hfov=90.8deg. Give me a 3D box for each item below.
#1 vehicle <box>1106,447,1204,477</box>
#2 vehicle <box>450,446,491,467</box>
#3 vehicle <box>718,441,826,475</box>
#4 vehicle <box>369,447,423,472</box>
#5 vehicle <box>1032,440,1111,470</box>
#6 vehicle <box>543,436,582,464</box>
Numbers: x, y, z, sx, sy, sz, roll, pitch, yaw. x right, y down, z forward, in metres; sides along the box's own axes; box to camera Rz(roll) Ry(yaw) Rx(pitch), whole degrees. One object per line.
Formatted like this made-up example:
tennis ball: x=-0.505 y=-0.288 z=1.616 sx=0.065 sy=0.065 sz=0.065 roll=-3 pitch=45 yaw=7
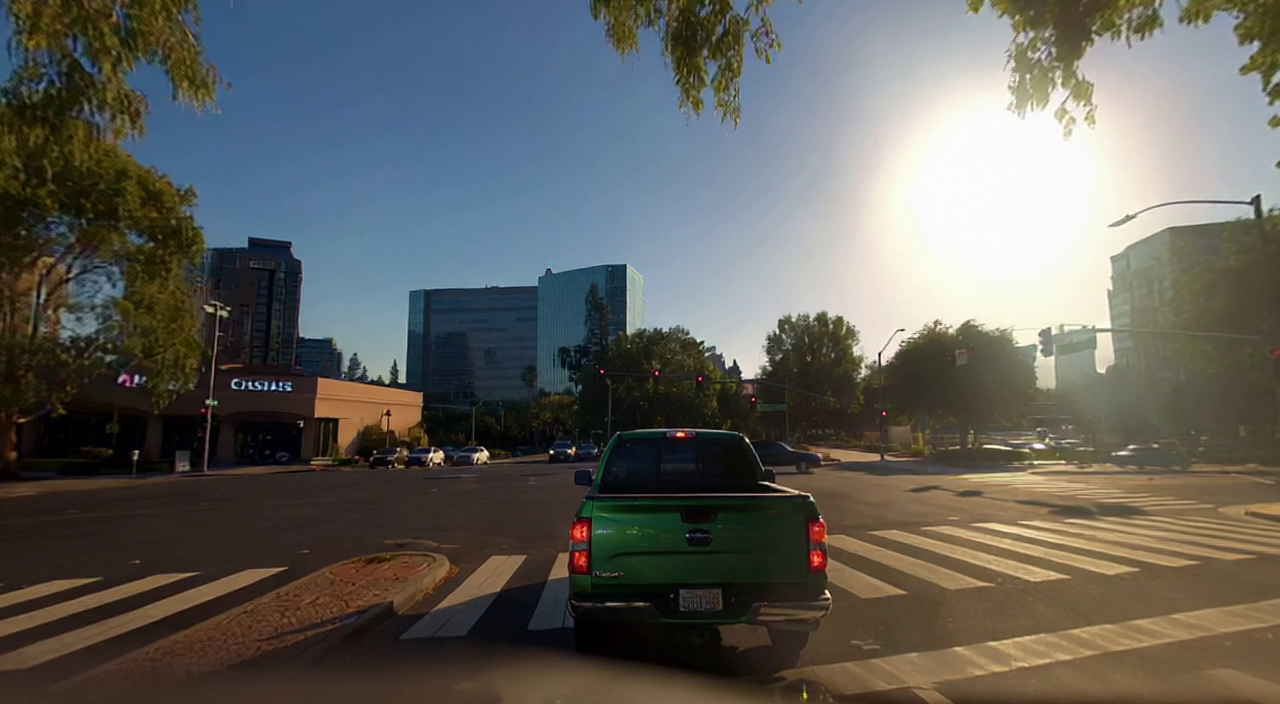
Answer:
vehicle: x=27.344 y=5.784 z=33.526 sx=4.522 sy=1.460 sz=2.097 roll=4 pitch=-9 yaw=-24
vehicle: x=-12.603 y=7.759 z=47.090 sx=1.946 sy=1.474 sz=4.008 roll=0 pitch=-9 yaw=0
vehicle: x=6.245 y=4.981 z=29.936 sx=4.658 sy=1.478 sz=1.946 roll=-4 pitch=-9 yaw=26
vehicle: x=-16.246 y=7.131 z=42.242 sx=1.883 sy=1.586 sz=4.297 roll=0 pitch=-9 yaw=0
vehicle: x=26.330 y=6.261 z=38.538 sx=4.541 sy=1.731 sz=2.007 roll=5 pitch=-10 yaw=-28
vehicle: x=-5.642 y=7.264 z=46.880 sx=2.289 sy=1.927 sz=5.667 roll=0 pitch=-8 yaw=-1
